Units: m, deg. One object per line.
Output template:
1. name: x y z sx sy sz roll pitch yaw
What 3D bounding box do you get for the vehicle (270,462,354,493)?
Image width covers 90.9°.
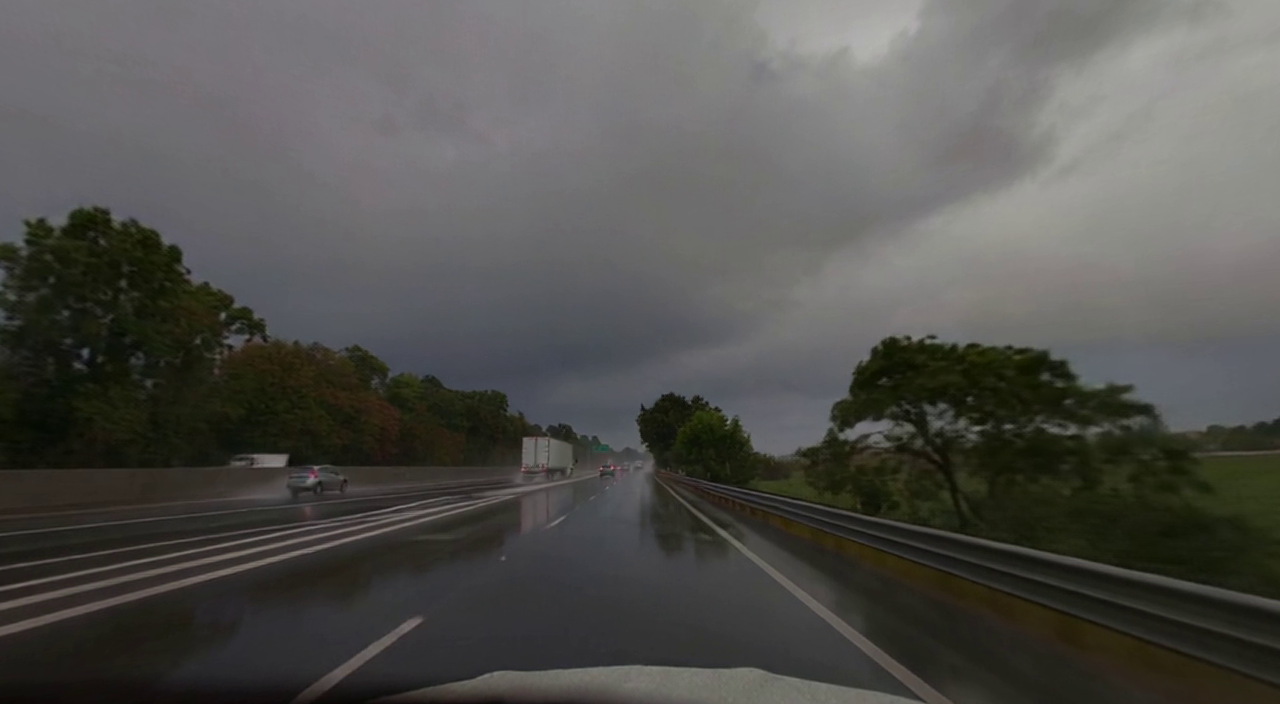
1. vehicle: -16.431 6.295 31.798 1.745 1.430 4.252 0 -10 3
